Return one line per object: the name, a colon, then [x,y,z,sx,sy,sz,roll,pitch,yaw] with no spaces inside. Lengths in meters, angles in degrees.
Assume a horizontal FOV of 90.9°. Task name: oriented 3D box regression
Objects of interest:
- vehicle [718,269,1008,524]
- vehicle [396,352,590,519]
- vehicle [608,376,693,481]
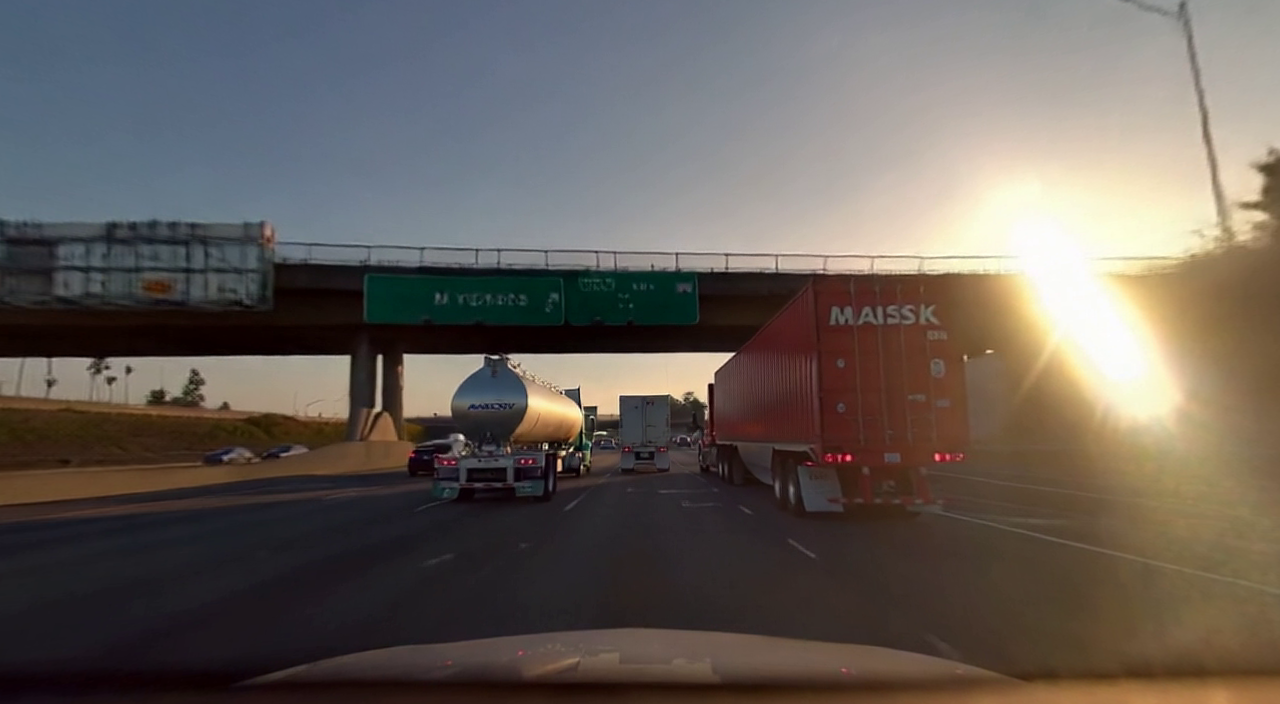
vehicle: [4.477,1.730,17.577,2.887,4.178,14.553,0,-8,0]
vehicle: [-3.275,2.415,17.831,2.786,3.228,11.082,0,-8,0]
vehicle: [0.474,4.132,32.346,3.097,3.856,18.209,0,-8,1]
